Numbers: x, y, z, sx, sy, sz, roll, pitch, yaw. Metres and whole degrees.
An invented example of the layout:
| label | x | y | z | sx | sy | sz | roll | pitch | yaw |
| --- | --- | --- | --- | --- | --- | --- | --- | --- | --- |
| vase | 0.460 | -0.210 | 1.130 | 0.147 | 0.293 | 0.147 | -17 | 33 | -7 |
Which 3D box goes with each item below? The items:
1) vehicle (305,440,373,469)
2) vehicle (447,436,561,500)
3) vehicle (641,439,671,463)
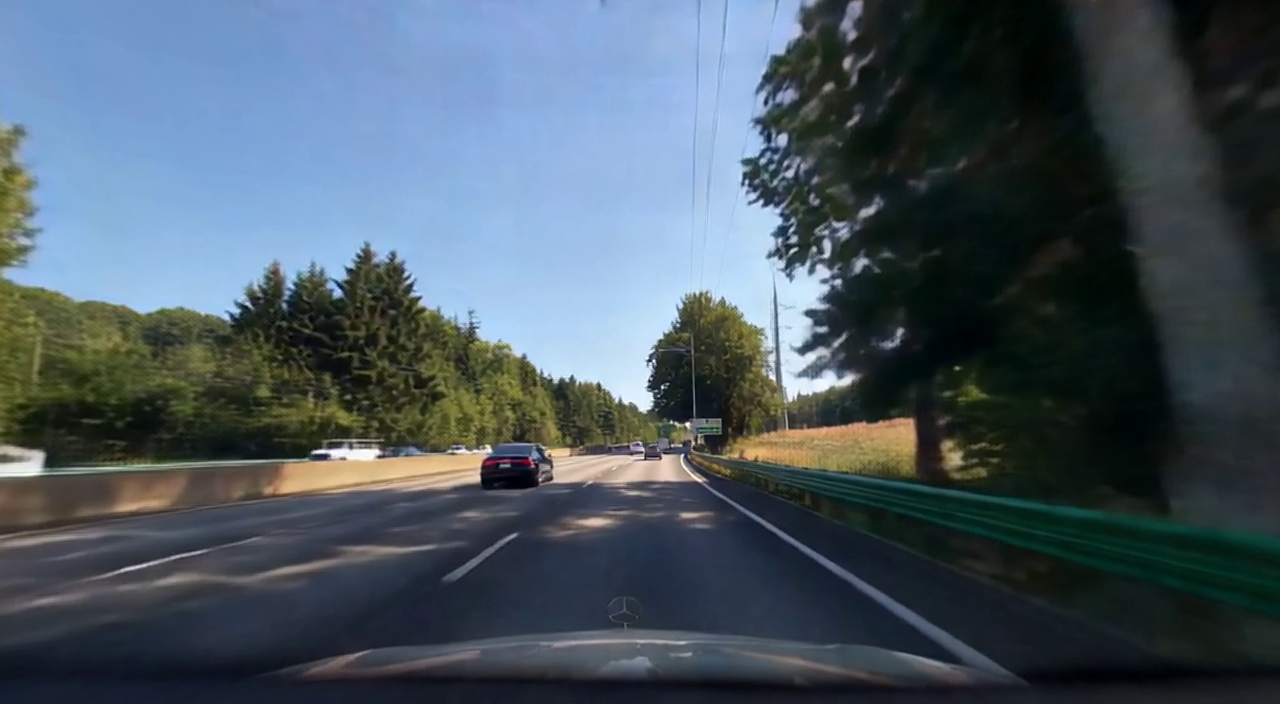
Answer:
| label | x | y | z | sx | sy | sz | roll | pitch | yaw |
| --- | --- | --- | --- | --- | --- | --- | --- | --- | --- |
| vehicle | -19.072 | 6.470 | 40.139 | 1.998 | 1.724 | 4.404 | 0 | -8 | 2 |
| vehicle | -3.506 | 3.079 | 17.212 | 2.021 | 1.515 | 4.453 | 0 | -8 | 2 |
| vehicle | 1.254 | 7.498 | 48.025 | 2.176 | 1.725 | 4.182 | 0 | -8 | 3 |
